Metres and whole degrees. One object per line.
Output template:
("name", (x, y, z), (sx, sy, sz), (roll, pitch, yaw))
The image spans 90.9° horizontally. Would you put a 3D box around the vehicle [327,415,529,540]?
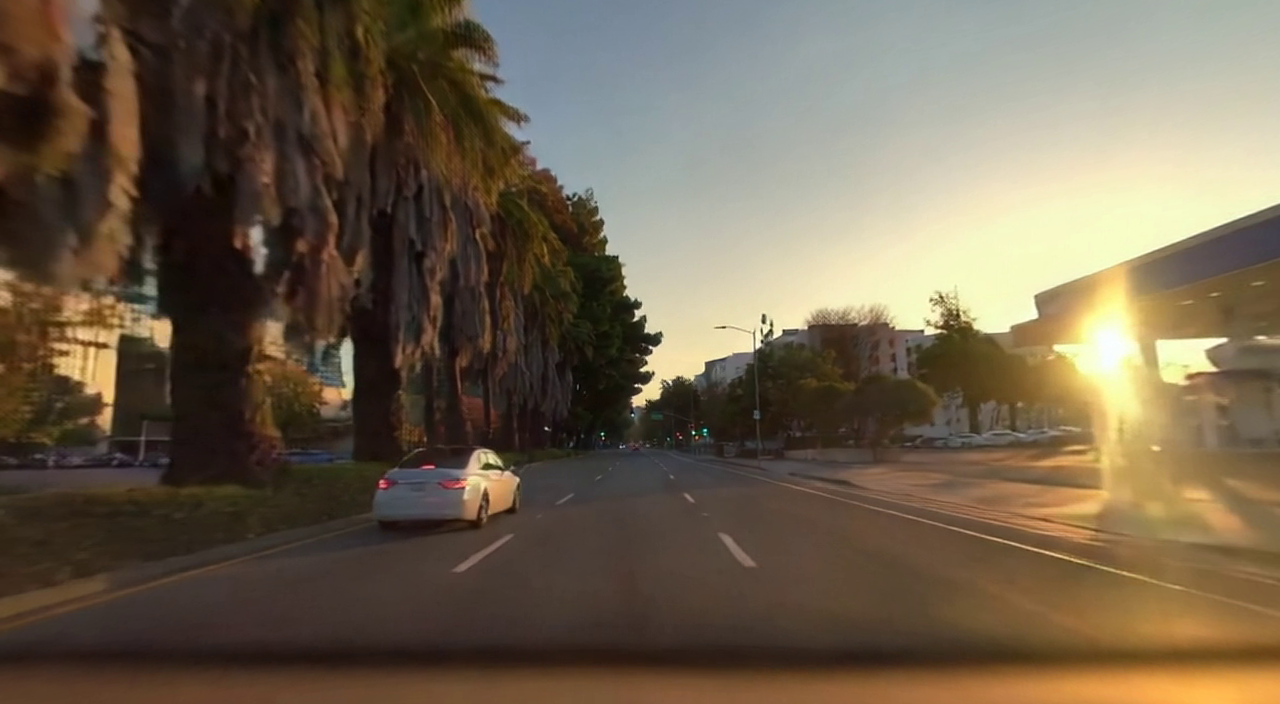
("vehicle", (-3.412, 2.126, 11.269), (2.011, 1.756, 4.478), (-1, -9, 1))
